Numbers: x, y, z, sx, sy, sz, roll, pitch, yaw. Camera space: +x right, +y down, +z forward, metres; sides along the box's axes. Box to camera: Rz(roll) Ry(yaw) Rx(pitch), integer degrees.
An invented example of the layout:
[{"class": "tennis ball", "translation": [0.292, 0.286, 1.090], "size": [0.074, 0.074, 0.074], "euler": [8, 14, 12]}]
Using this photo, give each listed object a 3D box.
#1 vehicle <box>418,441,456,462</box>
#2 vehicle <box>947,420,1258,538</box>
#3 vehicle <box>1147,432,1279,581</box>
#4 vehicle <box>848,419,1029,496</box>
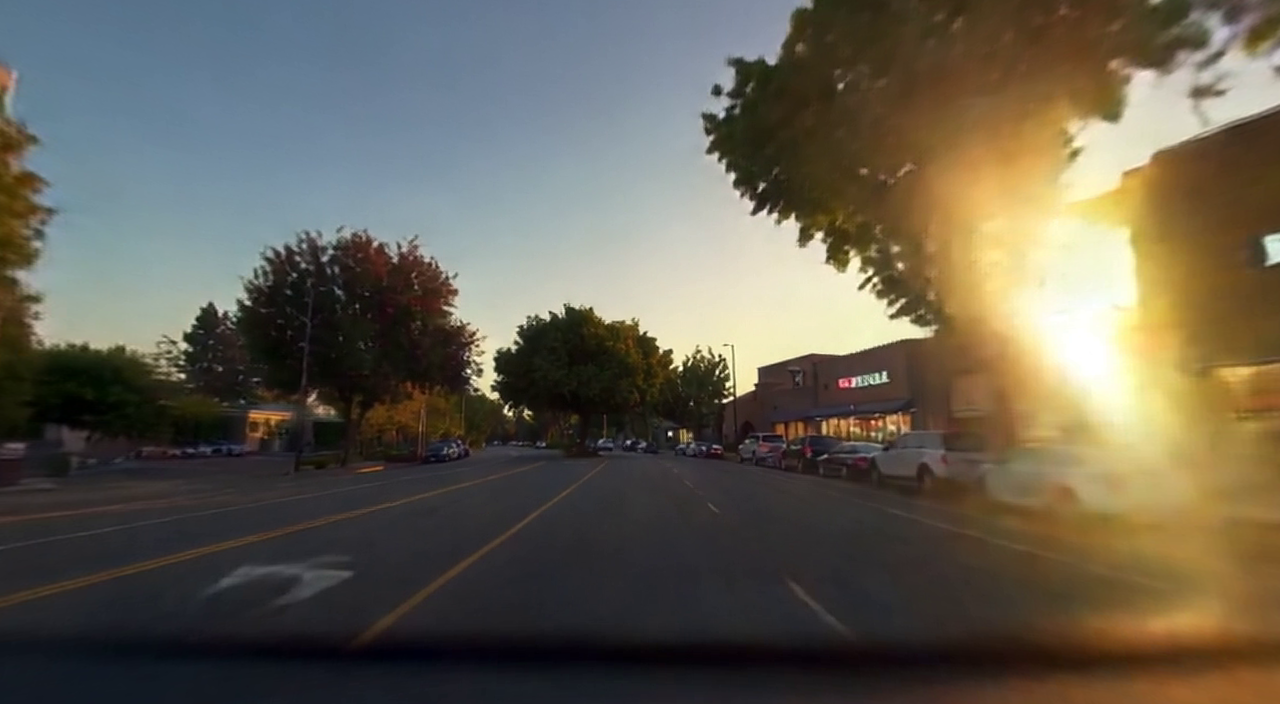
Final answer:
[{"class": "vehicle", "translation": [-15.587, 7.664, 48.699], "size": [2.027, 1.470, 4.550], "euler": [1, -9, -8]}, {"class": "vehicle", "translation": [7.642, 2.128, 11.211], "size": [2.205, 1.658, 4.404], "euler": [0, -8, 1]}, {"class": "vehicle", "translation": [7.456, 1.464, 5.763], "size": [2.057, 1.478, 4.356], "euler": [0, -8, 1]}, {"class": "vehicle", "translation": [7.548, 2.749, 16.749], "size": [2.095, 1.693, 5.173], "euler": [0, -8, -2]}]
